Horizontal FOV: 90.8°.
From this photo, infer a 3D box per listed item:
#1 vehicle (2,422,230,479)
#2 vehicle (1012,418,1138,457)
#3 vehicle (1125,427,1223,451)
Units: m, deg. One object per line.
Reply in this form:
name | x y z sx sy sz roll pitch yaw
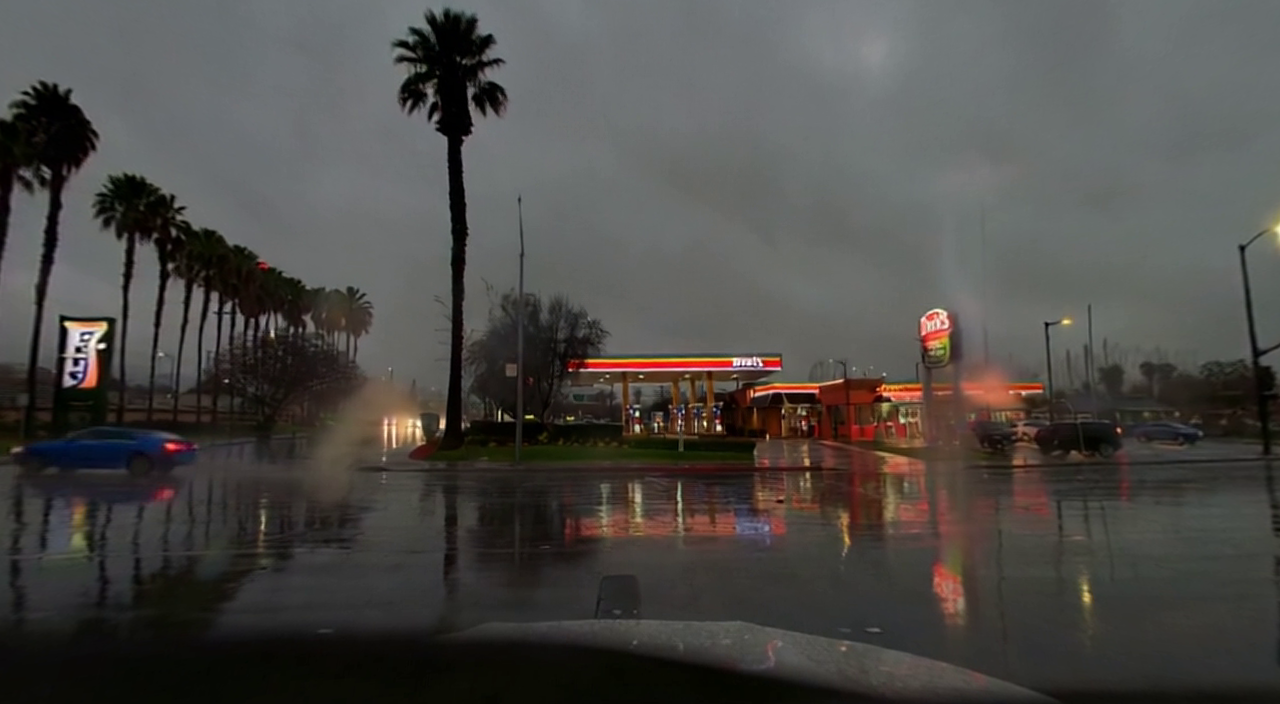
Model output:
vehicle | -14.583 2.771 17.851 4.570 1.480 1.873 1 -9 -6
vehicle | 21.871 4.274 31.862 4.880 1.754 2.202 0 -5 -6
vehicle | 33.981 5.592 40.396 1.805 1.466 4.641 1 -8 -8
